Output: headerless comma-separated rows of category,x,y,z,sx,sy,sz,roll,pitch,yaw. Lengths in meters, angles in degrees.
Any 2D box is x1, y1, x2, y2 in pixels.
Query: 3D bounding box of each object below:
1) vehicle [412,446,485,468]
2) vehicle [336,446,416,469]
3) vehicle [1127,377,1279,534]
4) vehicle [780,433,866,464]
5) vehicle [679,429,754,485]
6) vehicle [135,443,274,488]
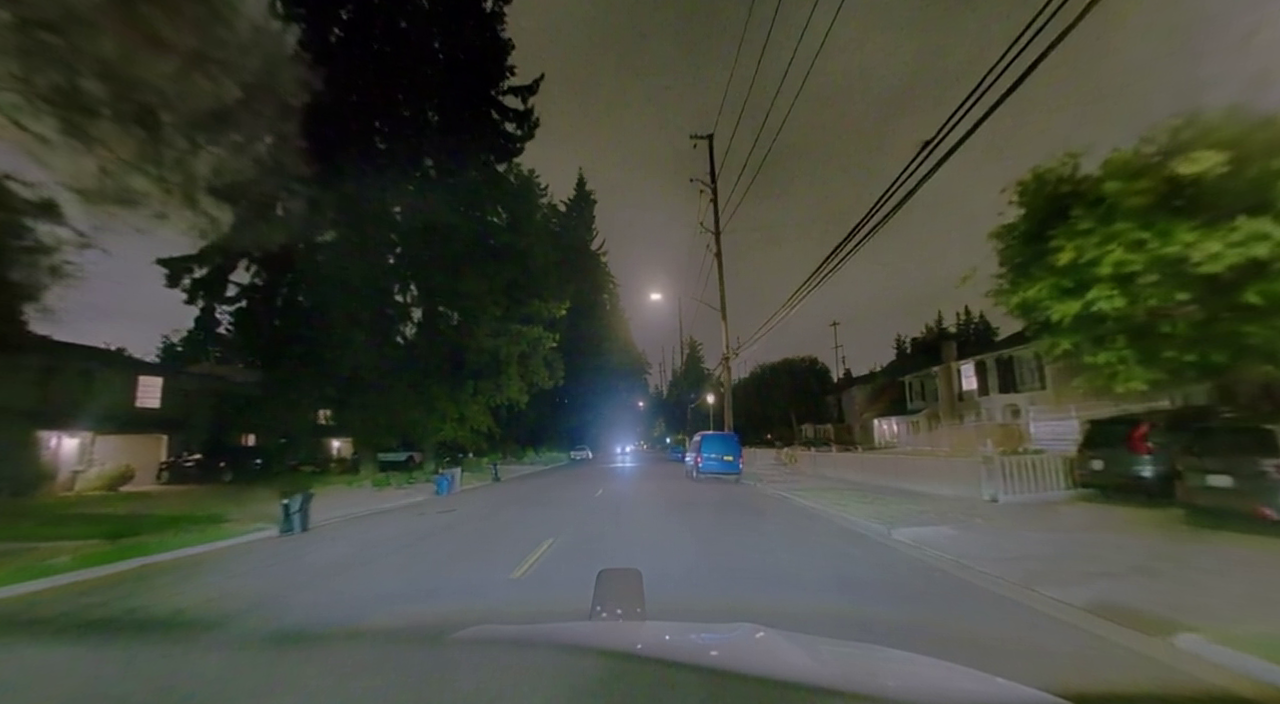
vehicle,-13.230,7.302,43.887,4.443,1.475,1.932,0,-9,-2
vehicle,-18.171,7.282,43.615,4.615,1.482,2.073,1,-8,0
vehicle,10.296,1.327,8.801,5.030,1.915,2.221,-2,-8,2
vehicle,11.046,5.853,38.315,4.602,1.799,1.859,0,-8,-1
vehicle,2.953,4.246,25.832,2.311,2.069,5.156,0,-9,-1
vehicle,-18.420,4.800,26.899,4.414,1.731,2.008,-1,-8,-1
